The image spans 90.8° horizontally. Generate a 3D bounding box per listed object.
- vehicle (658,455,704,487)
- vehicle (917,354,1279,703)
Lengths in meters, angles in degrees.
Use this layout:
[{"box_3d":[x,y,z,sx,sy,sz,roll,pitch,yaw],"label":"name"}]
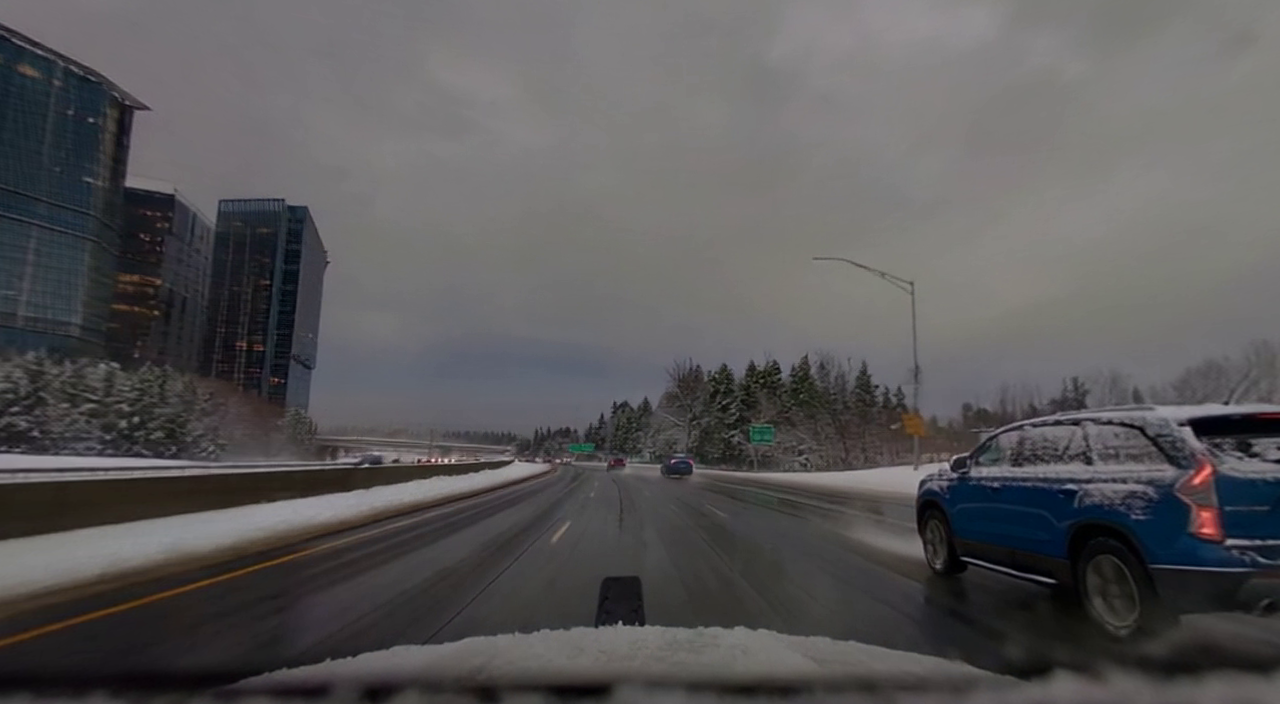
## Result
[{"box_3d":[2.455,7.353,39.305,2.110,1.780,4.682,1,-9,-5],"label":"vehicle"},{"box_3d":[4.149,1.166,4.594,2.182,1.826,4.392,0,-9,-1],"label":"vehicle"}]
